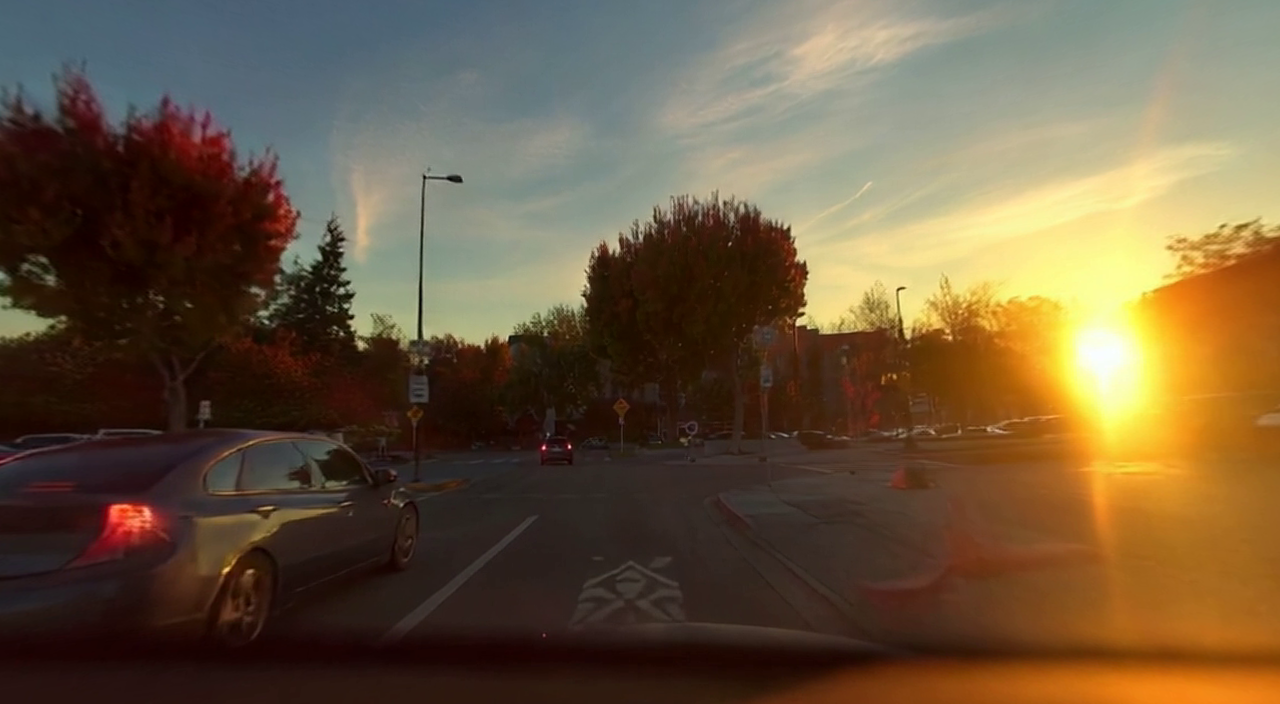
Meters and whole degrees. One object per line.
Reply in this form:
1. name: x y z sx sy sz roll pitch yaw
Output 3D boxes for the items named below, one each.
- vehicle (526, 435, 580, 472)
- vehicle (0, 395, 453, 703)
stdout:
1. vehicle: -3.640 4.295 26.969 1.962 1.424 4.289 0 -8 -3
2. vehicle: -3.013 1.202 4.649 1.853 1.478 4.381 0 -8 1
